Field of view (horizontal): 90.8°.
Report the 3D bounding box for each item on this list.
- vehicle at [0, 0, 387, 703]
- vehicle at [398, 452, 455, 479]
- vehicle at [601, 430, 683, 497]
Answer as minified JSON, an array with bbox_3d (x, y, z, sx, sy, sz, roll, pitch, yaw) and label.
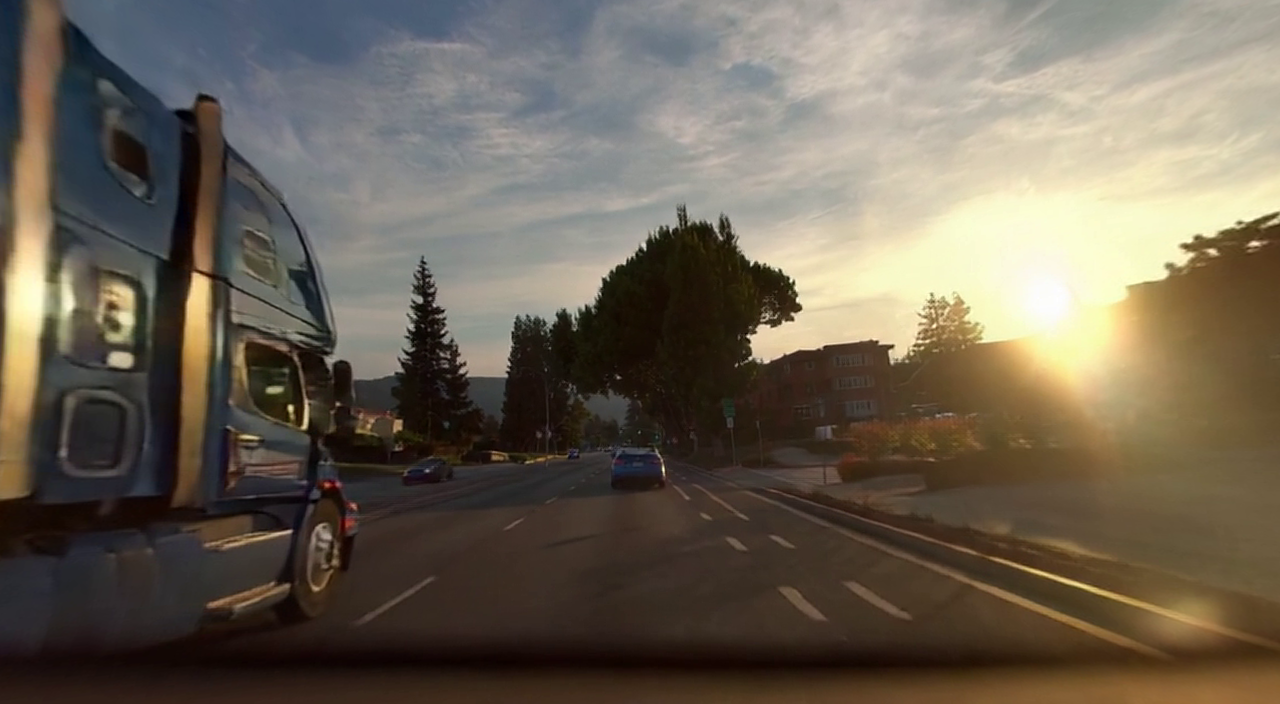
[{"bbox_3d":[-3.900,-0.496,0.602,2.996,3.902,10.410,0,-9,0],"label":"vehicle"},{"bbox_3d":[-12.102,6.439,36.112,1.797,1.364,4.169,0,-9,0],"label":"vehicle"},{"bbox_3d":[0.024,3.120,18.013,2.094,1.682,3.866,0,-9,-1],"label":"vehicle"}]
